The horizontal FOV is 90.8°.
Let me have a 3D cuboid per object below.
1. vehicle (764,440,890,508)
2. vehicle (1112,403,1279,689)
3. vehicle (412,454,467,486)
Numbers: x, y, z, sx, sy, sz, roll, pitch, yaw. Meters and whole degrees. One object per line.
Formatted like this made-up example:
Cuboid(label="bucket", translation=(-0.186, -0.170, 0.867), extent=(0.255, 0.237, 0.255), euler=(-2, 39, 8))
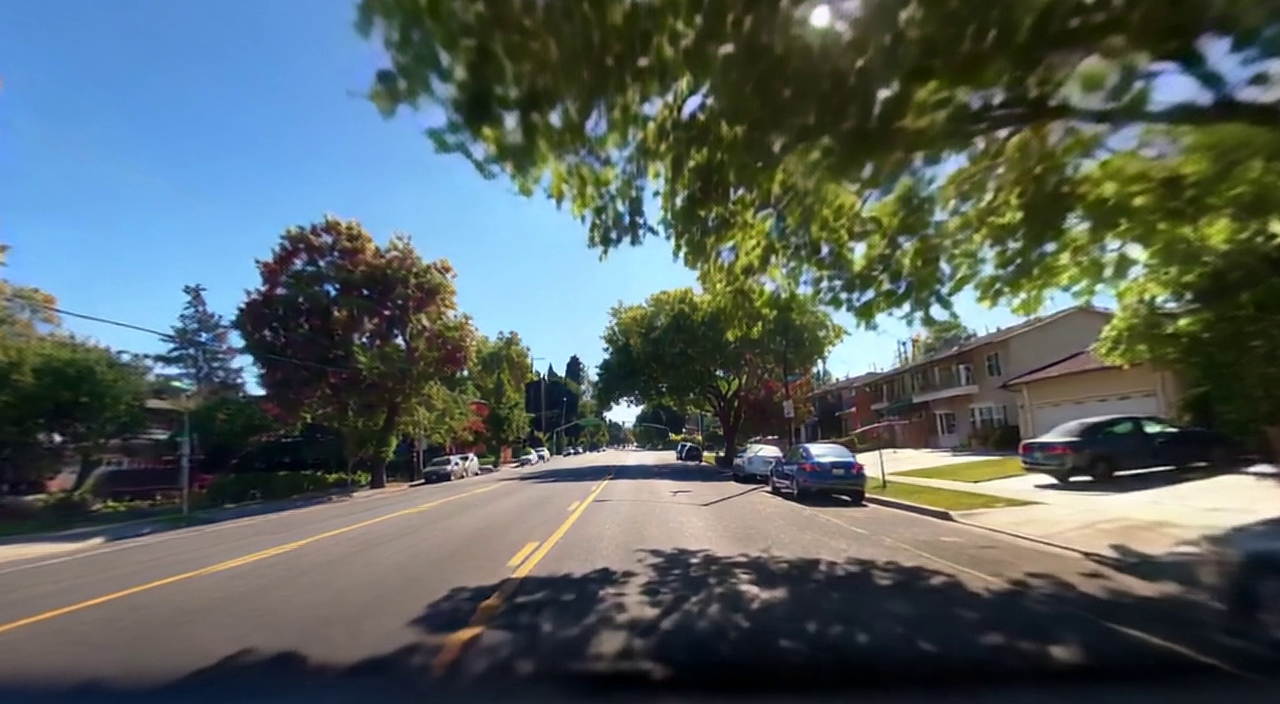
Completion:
Cuboid(label="vehicle", translation=(4.710, 3.121, 16.657), extent=(1.924, 1.516, 4.163), euler=(0, -8, -2))
Cuboid(label="vehicle", translation=(4.557, 0.907, 2.385), extent=(1.934, 1.573, 4.547), euler=(0, -8, -1))
Cuboid(label="vehicle", translation=(-11.324, 6.673, 35.970), extent=(1.845, 1.626, 4.105), euler=(0, -8, -2))
